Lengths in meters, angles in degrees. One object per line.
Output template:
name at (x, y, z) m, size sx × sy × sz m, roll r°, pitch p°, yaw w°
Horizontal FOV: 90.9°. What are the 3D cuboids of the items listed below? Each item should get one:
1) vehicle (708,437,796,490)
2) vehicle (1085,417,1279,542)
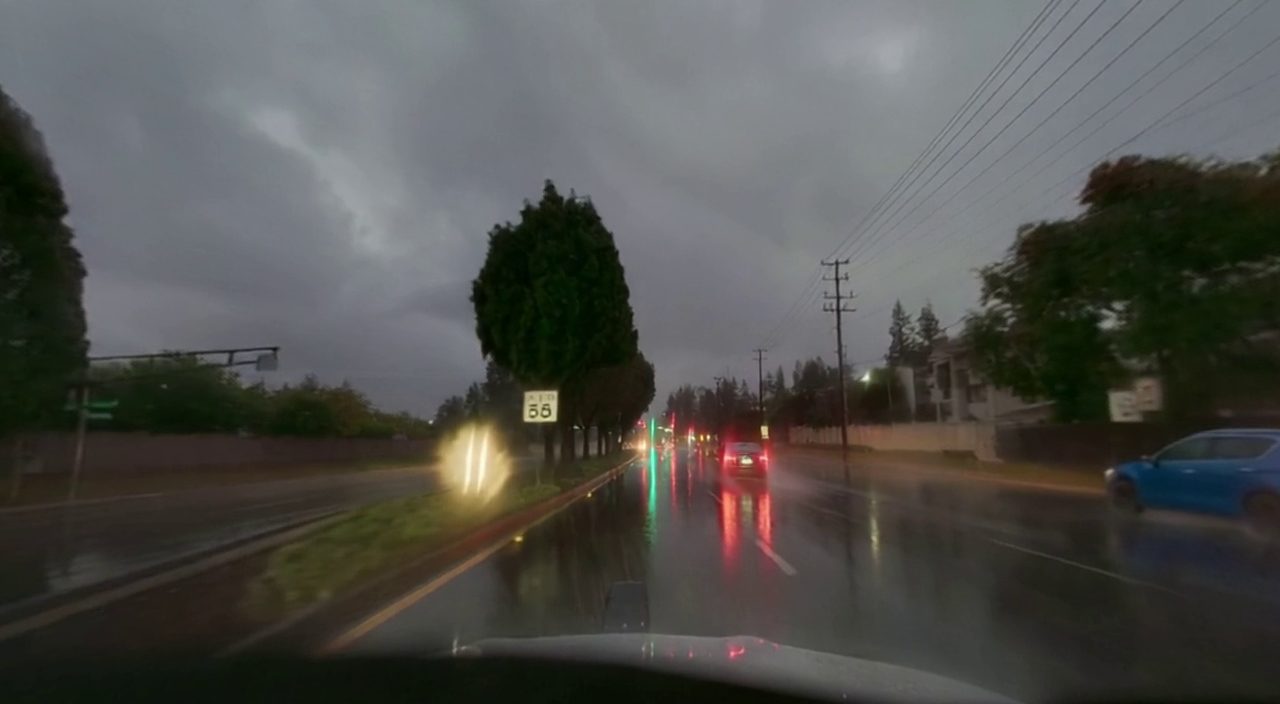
vehicle at (3.445, 3.509, 20.232) m, size 2.063 × 1.481 × 4.247 m, roll 0°, pitch -8°, yaw 0°
vehicle at (9.851, 1.984, 10.252) m, size 1.978 × 1.700 × 4.461 m, roll 0°, pitch -8°, yaw 1°
